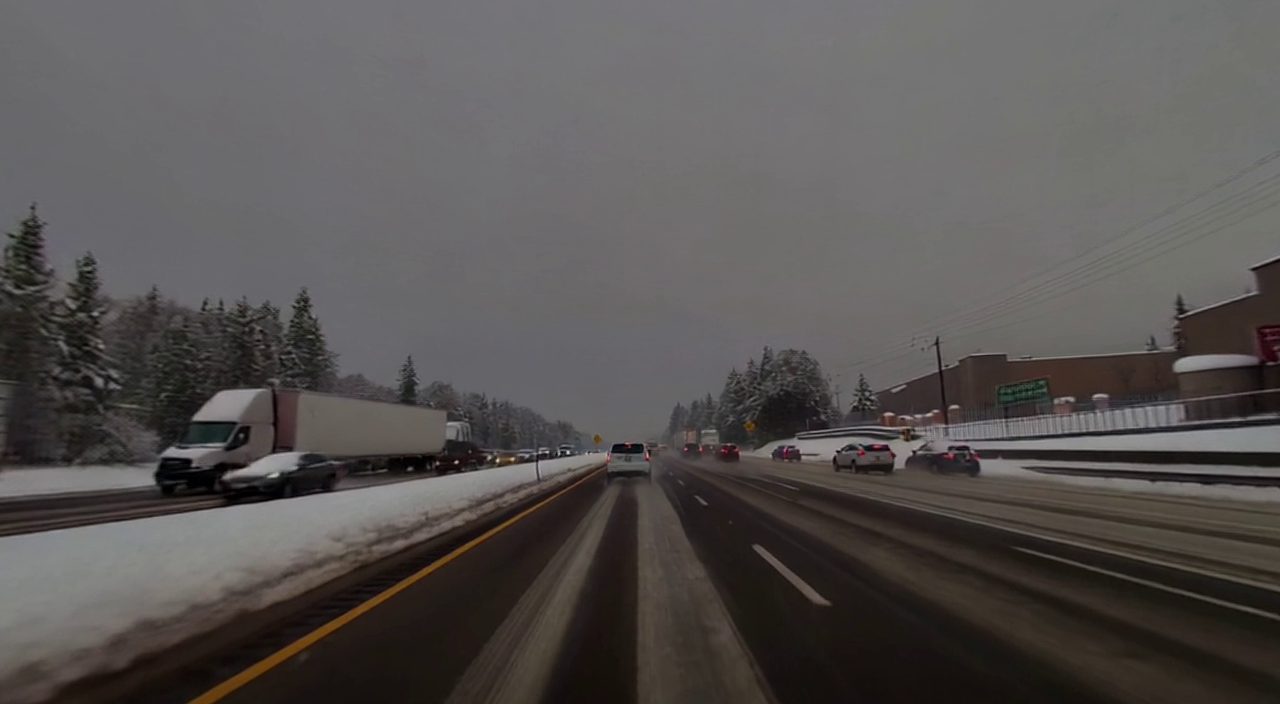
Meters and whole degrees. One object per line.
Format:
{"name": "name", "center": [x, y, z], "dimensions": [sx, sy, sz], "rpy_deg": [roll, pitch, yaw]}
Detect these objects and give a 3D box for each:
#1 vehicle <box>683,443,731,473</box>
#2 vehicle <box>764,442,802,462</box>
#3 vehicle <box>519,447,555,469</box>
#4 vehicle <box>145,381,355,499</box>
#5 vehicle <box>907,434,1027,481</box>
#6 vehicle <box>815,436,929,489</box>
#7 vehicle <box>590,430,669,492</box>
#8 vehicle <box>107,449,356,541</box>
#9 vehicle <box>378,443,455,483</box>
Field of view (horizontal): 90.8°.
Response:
{"name": "vehicle", "center": [3.488, 5.636, 33.861], "dimensions": [1.934, 1.461, 4.368], "rpy_deg": [0, -9, -2]}
{"name": "vehicle", "center": [11.074, 7.767, 49.188], "dimensions": [1.901, 1.485, 4.483], "rpy_deg": [0, -9, -1]}
{"name": "vehicle", "center": [-7.745, 8.016, 47.871], "dimensions": [2.011, 1.598, 4.342], "rpy_deg": [0, -9, 0]}
{"name": "vehicle", "center": [-15.010, 3.568, 25.444], "dimensions": [3.032, 3.968, 8.215], "rpy_deg": [0, -9, 0]}
{"name": "vehicle", "center": [11.381, 3.692, 22.380], "dimensions": [1.944, 1.505, 4.138], "rpy_deg": [0, -9, -1]}
{"name": "vehicle", "center": [7.145, 3.442, 20.001], "dimensions": [1.958, 1.473, 4.201], "rpy_deg": [0, -9, -1]}
{"name": "vehicle", "center": [-0.311, 3.531, 20.801], "dimensions": [2.298, 1.809, 4.359], "rpy_deg": [0, -9, 0]}
{"name": "vehicle", "center": [-7.672, 2.675, 12.574], "dimensions": [1.897, 1.470, 4.474], "rpy_deg": [0, -9, 1]}
{"name": "vehicle", "center": [-11.470, 5.708, 32.821], "dimensions": [2.102, 1.874, 5.112], "rpy_deg": [0, -9, 0]}
